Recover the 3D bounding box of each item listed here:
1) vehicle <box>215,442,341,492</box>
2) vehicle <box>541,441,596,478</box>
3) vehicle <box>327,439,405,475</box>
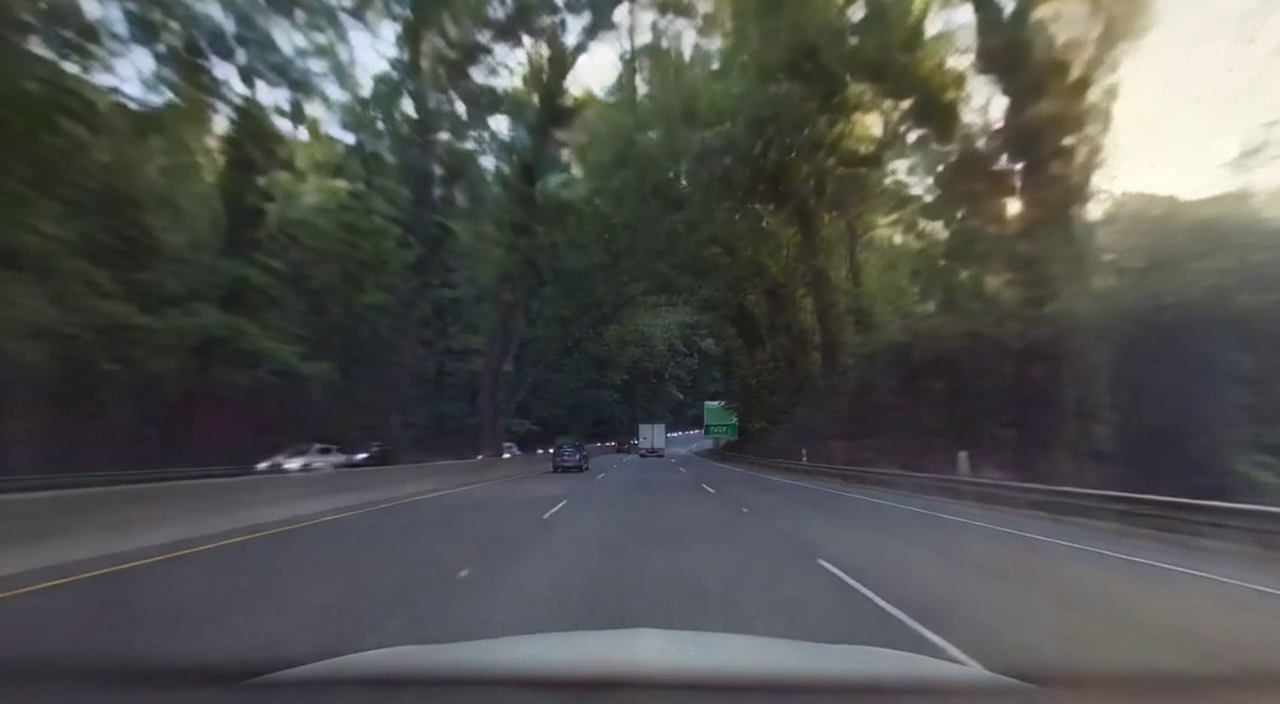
[{"bbox_3d":[-12.609,4.021,22.345,1.926,1.566,4.142,0,-9,1],"label":"vehicle"},{"bbox_3d":[-3.329,5.118,30.200,2.057,1.618,4.212,0,-9,1],"label":"vehicle"},{"bbox_3d":[-16.120,6.208,37.497,2.092,1.982,5.339,0,-9,1],"label":"vehicle"}]
